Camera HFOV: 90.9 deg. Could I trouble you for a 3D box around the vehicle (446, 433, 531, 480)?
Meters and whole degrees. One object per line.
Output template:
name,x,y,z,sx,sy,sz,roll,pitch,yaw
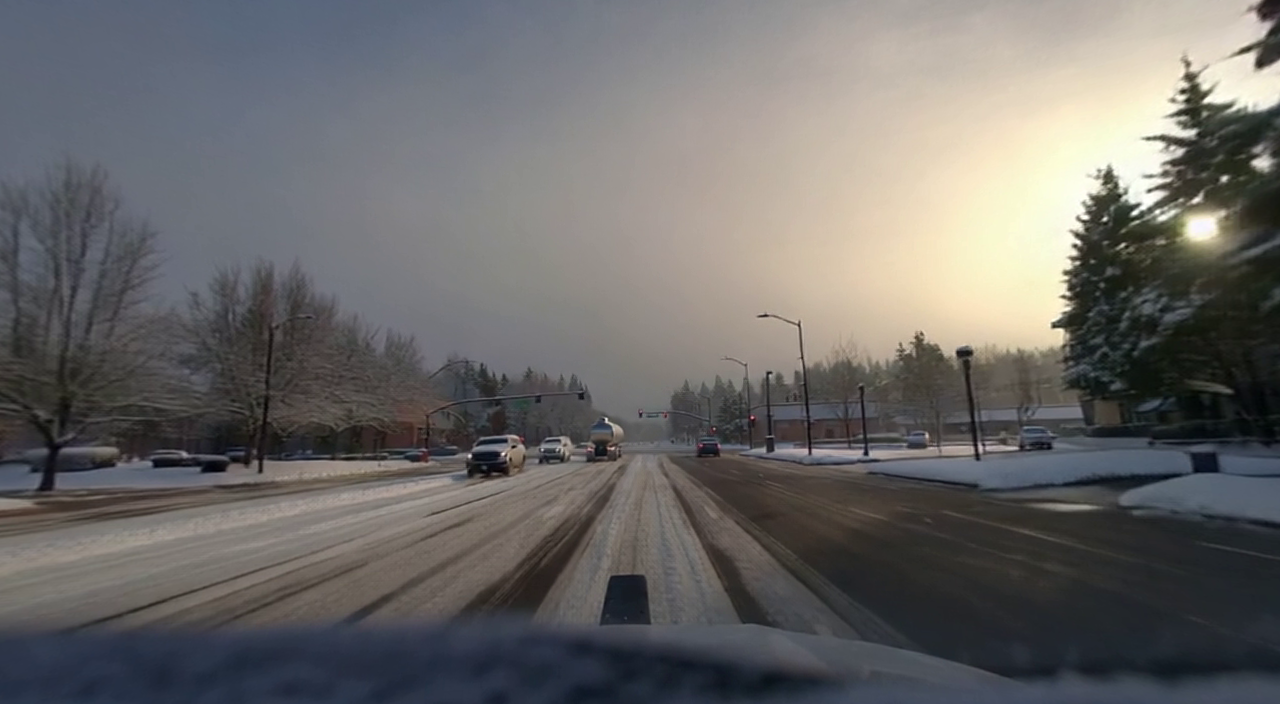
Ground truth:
vehicle,-6.049,4.236,25.782,2.179,1.750,4.621,0,-8,2

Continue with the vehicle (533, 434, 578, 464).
vehicle,-5.979,6.969,45.364,2.375,1.989,5.497,0,-8,1

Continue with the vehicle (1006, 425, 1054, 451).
vehicle,23.758,5.252,38.328,1.924,1.467,4.572,-6,-11,37
